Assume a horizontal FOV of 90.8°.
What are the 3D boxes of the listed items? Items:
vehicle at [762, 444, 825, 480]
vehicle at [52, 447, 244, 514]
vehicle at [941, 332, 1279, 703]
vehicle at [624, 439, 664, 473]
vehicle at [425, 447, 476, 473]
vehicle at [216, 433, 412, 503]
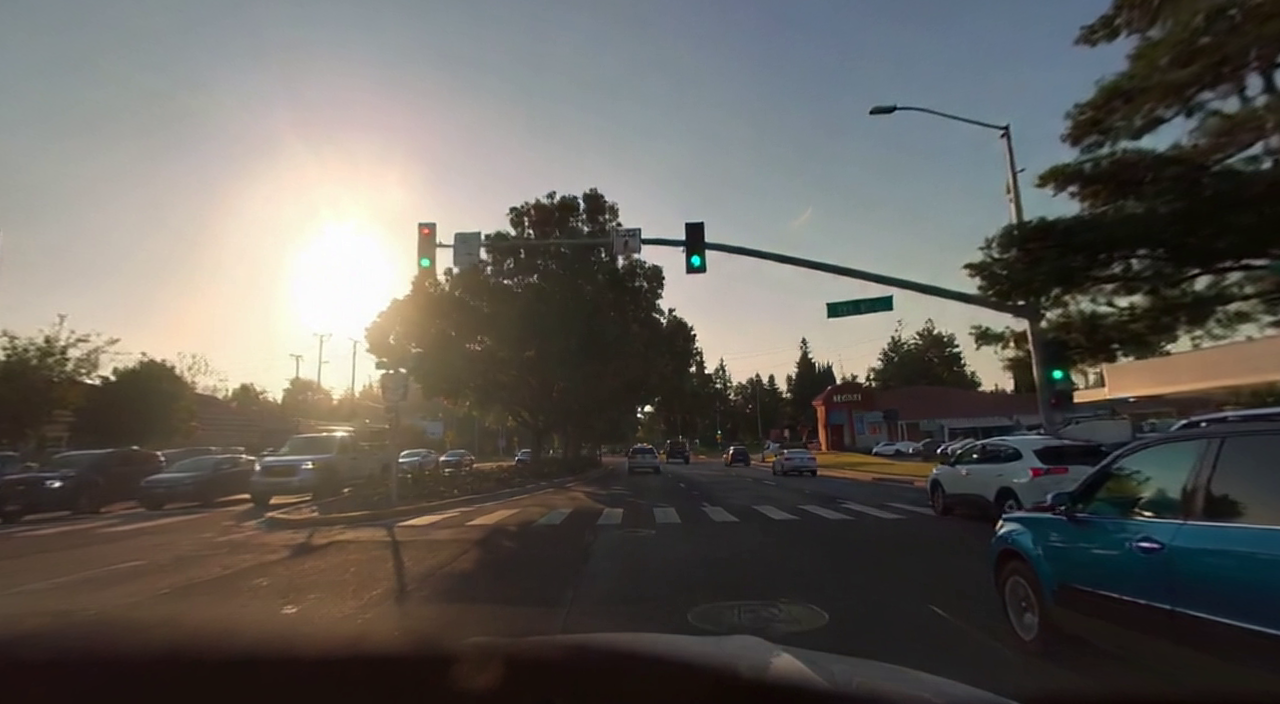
[{"bbox_3d":[6.952,5.004,28.959,1.879,1.517,4.006,0,-9,0],"label":"vehicle"},{"bbox_3d":[-14.058,3.652,18.514,2.015,1.679,4.535,0,-9,-1],"label":"vehicle"},{"bbox_3d":[3.427,0.845,2.706,2.076,1.716,4.416,0,-9,0],"label":"vehicle"},{"bbox_3d":[0.187,6.510,39.716,2.402,1.938,4.535,0,-9,-1],"label":"vehicle"},{"bbox_3d":[-14.045,8.031,47.212,2.159,1.836,5.038,0,-9,1],"label":"vehicle"},{"bbox_3d":[-10.517,3.812,21.431,2.909,1.956,6.908,0,-9,1],"label":"vehicle"}]
